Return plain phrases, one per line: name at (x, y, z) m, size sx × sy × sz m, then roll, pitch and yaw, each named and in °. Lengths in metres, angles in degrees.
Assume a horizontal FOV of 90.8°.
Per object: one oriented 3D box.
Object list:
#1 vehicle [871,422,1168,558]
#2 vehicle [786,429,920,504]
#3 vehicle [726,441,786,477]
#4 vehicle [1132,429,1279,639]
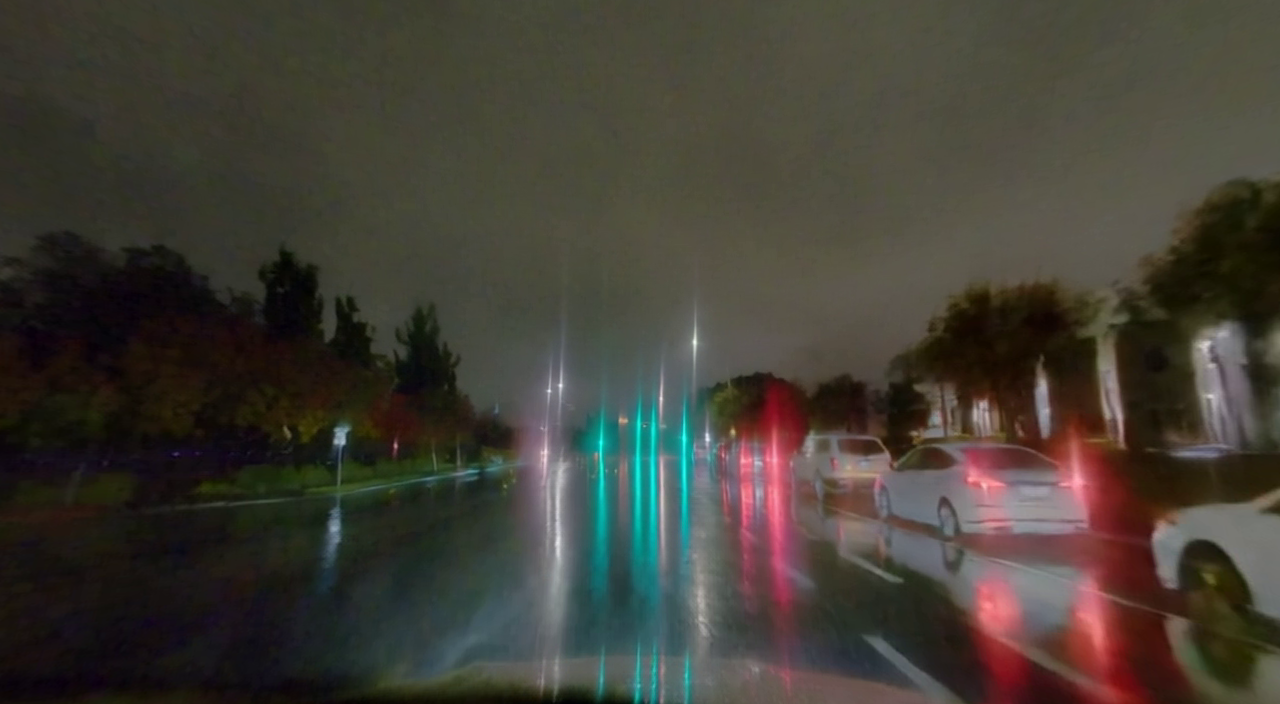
vehicle at (5.437, 2.037, 9.889) m, size 1.974 × 1.548 × 4.160 m, roll -3°, pitch -9°, yaw 0°
vehicle at (5.365, 2.935, 16.604) m, size 1.990 × 1.694 × 4.179 m, roll 0°, pitch -8°, yaw -1°
vehicle at (5.272, 4.883, 29.190) m, size 1.837 × 1.532 × 3.886 m, roll 0°, pitch -8°, yaw -2°
vehicle at (5.387, 1.127, 3.459) m, size 1.901 × 1.443 × 4.319 m, roll 0°, pitch -8°, yaw 0°
